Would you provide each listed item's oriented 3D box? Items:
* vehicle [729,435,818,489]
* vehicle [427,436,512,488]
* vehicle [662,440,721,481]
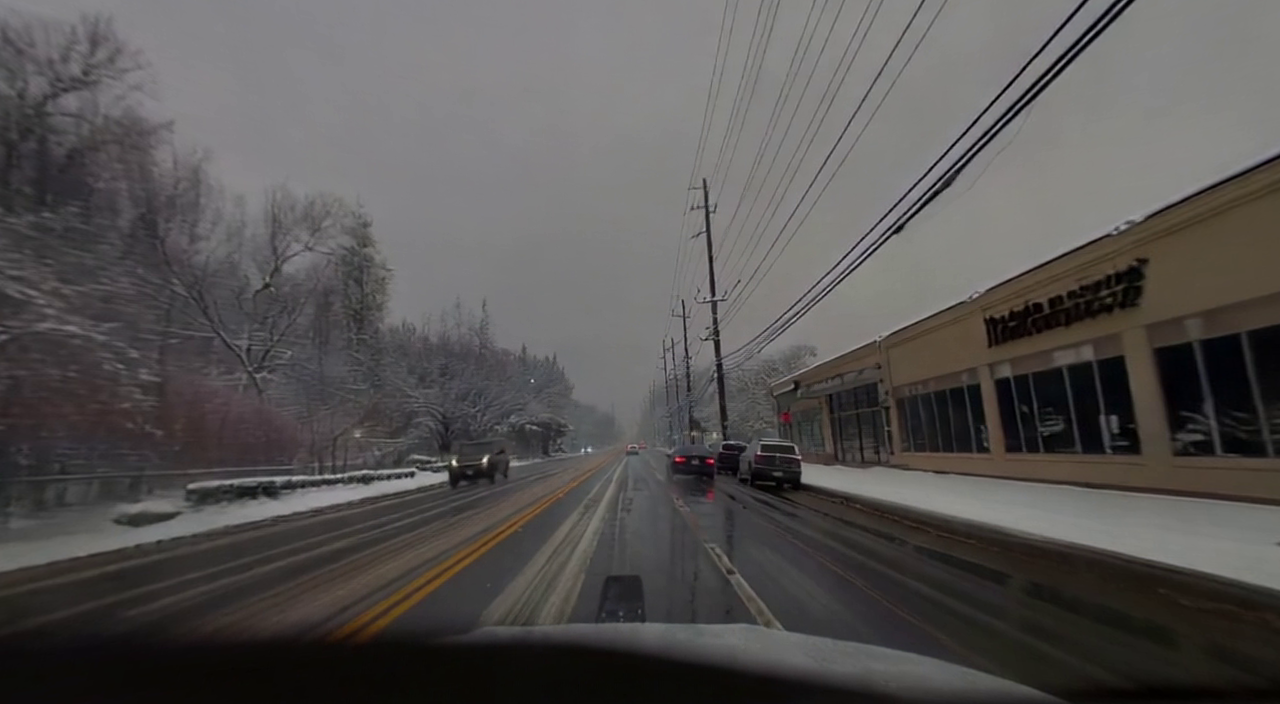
[{"bbox_3d":[4.895,4.129,24.060,2.143,1.788,5.388,0,-8,-1],"label":"vehicle"},{"bbox_3d":[-6.398,4.162,24.258,2.037,1.777,4.407,0,-8,0],"label":"vehicle"},{"bbox_3d":[1.968,4.292,25.223,1.975,1.497,3.647,0,-8,-1],"label":"vehicle"}]
